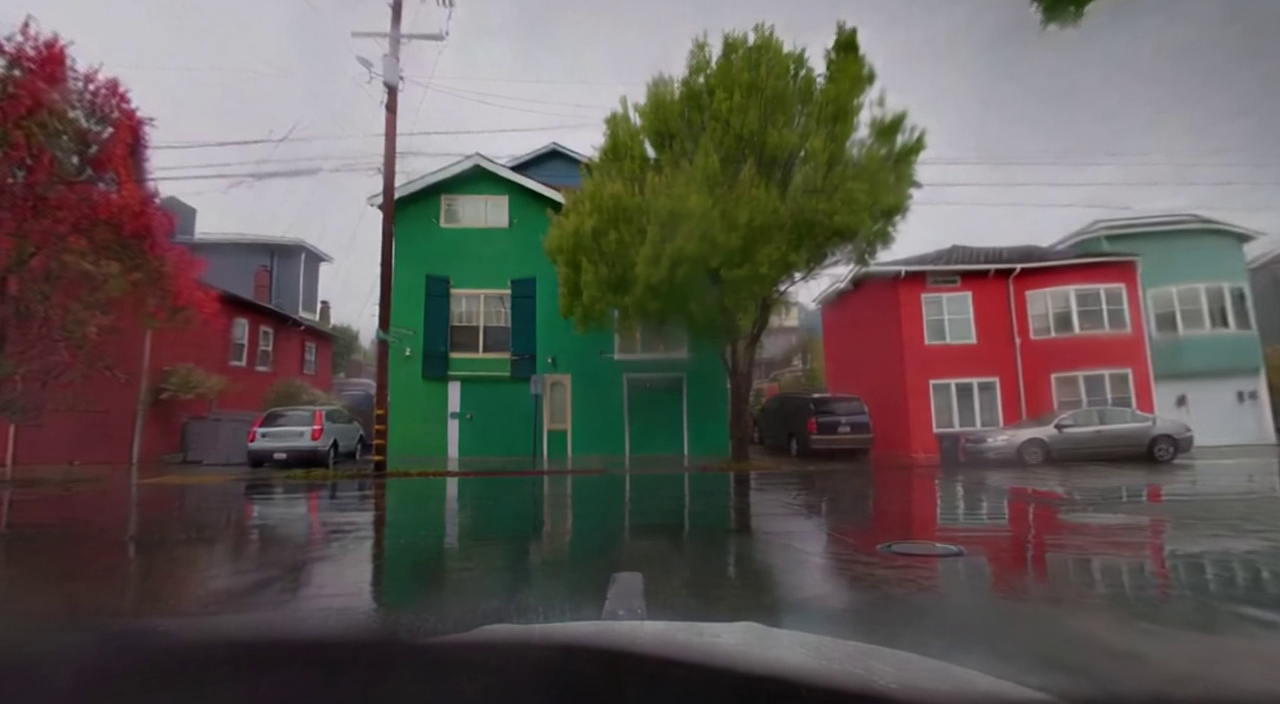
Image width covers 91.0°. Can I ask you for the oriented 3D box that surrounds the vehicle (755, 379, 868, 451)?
[{"bbox_3d":[4.891,1.922,18.692,2.081,1.891,4.367,0,-7,-1],"label":"vehicle"}]

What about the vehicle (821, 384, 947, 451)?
[{"bbox_3d":[7.076,2.053,18.798,2.053,1.756,4.034,0,-9,-1],"label":"vehicle"}]

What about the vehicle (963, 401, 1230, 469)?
[{"bbox_3d":[10.482,1.952,14.779,4.644,1.482,1.997,0,-8,1],"label":"vehicle"}]

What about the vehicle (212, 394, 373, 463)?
[{"bbox_3d":[-9.931,2.307,18.559,2.091,1.760,4.760,0,-8,-1],"label":"vehicle"}]
